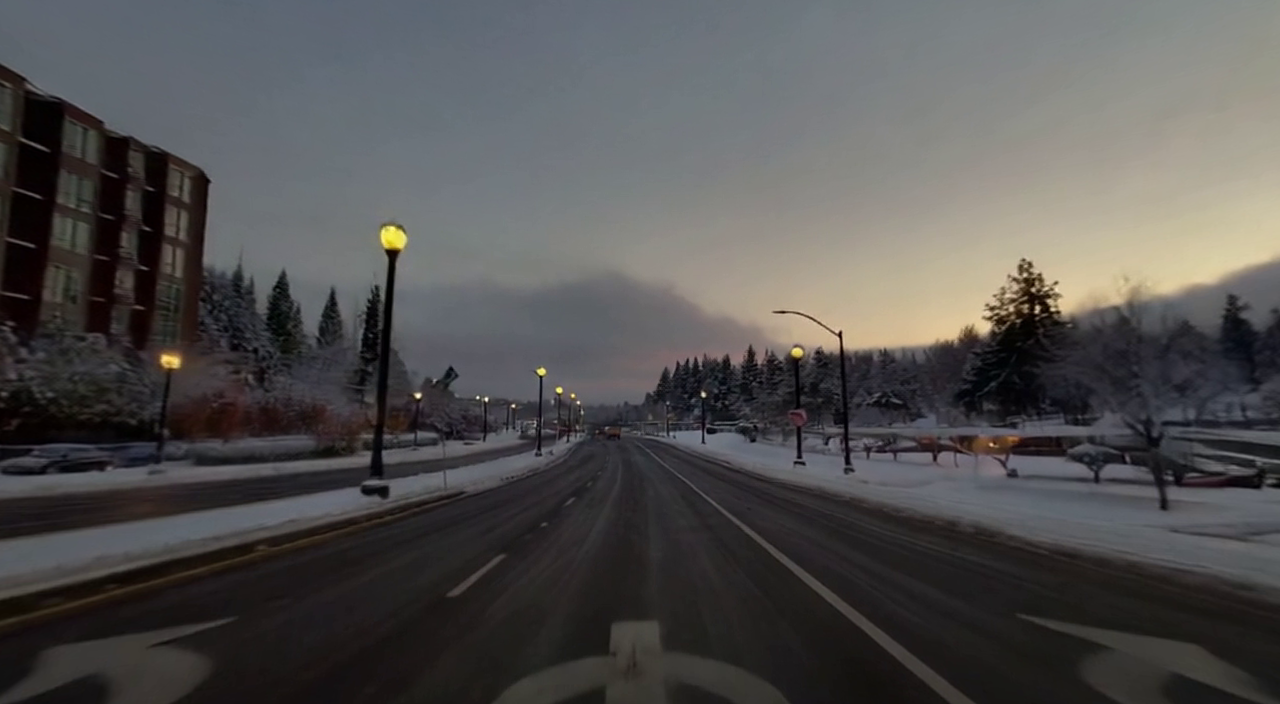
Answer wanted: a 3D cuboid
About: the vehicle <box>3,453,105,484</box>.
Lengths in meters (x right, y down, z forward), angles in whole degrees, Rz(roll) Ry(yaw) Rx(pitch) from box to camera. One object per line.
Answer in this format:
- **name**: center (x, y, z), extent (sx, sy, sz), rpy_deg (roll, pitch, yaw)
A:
- **vehicle**: center (-28.794, 5.738, 31.112), extent (1.518, 1.364, 3.470), rpy_deg (1, -10, 2)
